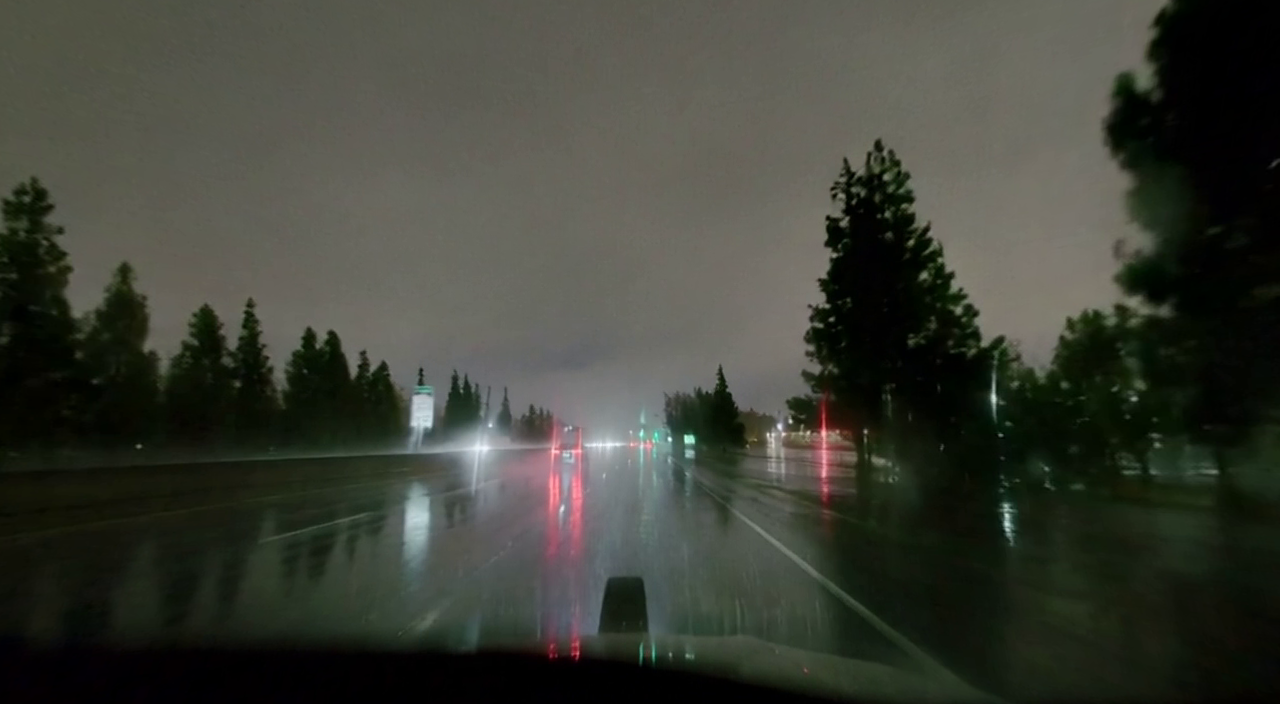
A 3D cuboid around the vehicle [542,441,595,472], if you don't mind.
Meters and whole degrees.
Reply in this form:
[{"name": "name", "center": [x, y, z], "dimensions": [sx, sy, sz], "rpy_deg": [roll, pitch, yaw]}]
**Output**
[{"name": "vehicle", "center": [-3.509, 5.200, 31.665], "dimensions": [2.128, 1.450, 4.078], "rpy_deg": [0, -8, 1]}]
